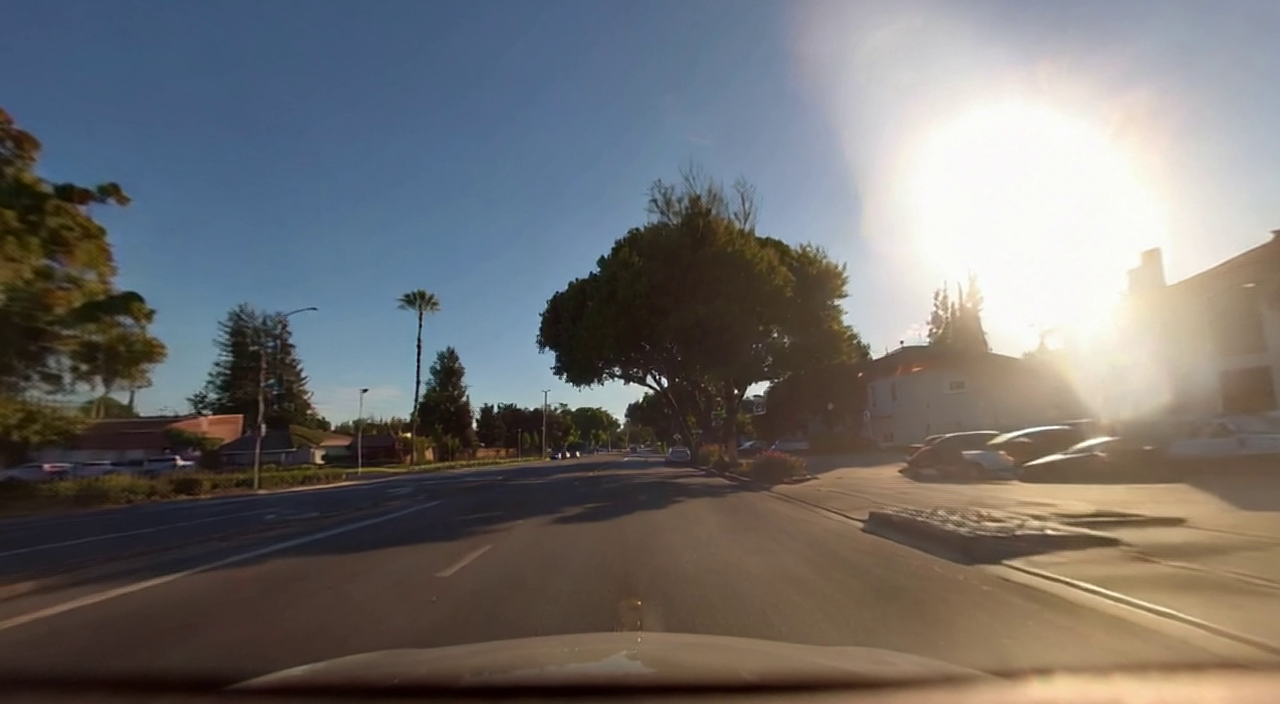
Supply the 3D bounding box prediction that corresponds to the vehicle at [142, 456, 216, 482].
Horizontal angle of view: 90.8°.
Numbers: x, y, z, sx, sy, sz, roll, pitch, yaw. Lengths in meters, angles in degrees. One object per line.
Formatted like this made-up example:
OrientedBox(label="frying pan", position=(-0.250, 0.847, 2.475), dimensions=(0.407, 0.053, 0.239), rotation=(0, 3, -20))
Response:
OrientedBox(label="vehicle", position=(-36.081, 9.144, 49.640), dimensions=(2.007, 1.822, 4.919), rotation=(-1, -8, 2))
